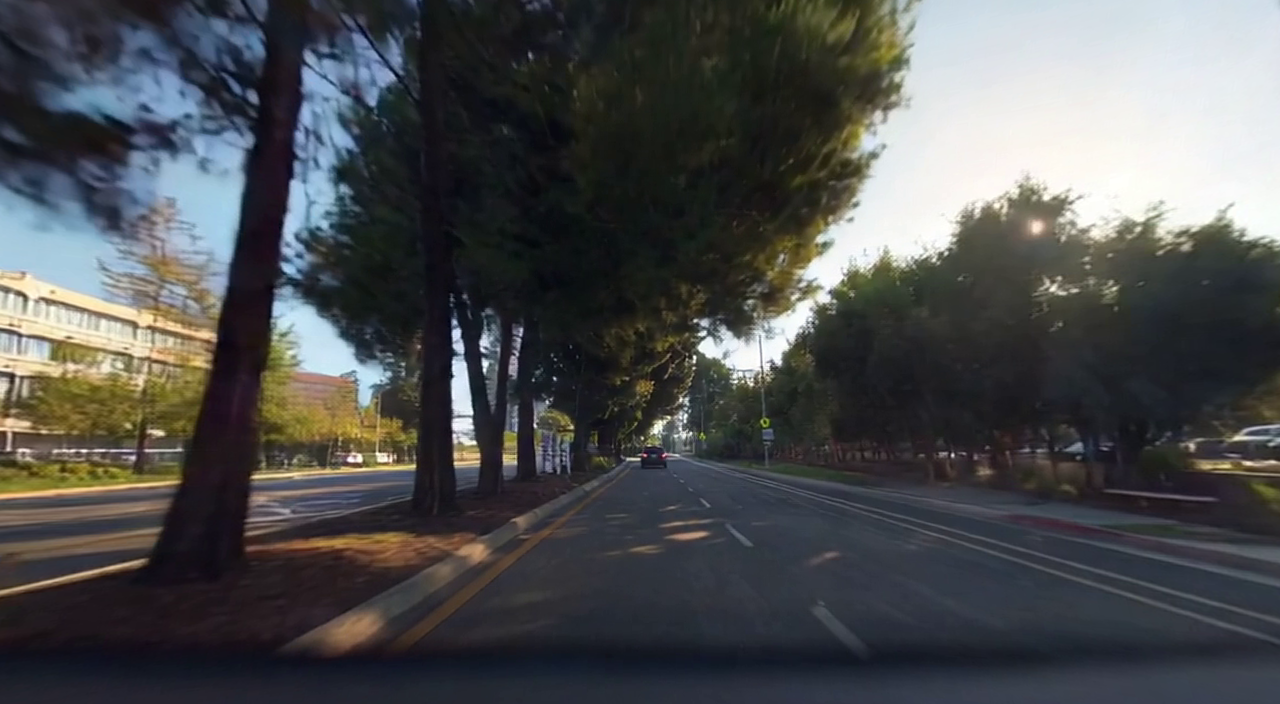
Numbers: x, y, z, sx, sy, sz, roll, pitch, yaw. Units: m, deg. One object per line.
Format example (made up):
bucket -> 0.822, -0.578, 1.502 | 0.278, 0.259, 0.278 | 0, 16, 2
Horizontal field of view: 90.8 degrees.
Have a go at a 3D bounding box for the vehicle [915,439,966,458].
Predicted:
vehicle -> 23.316, 7.509, 49.197 | 1.825, 1.414, 3.627 | 1, -8, -8

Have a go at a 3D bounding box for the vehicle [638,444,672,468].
vehicle -> 1.041, 7.538, 46.008 | 2.158, 1.600, 3.865 | 0, -9, -2
